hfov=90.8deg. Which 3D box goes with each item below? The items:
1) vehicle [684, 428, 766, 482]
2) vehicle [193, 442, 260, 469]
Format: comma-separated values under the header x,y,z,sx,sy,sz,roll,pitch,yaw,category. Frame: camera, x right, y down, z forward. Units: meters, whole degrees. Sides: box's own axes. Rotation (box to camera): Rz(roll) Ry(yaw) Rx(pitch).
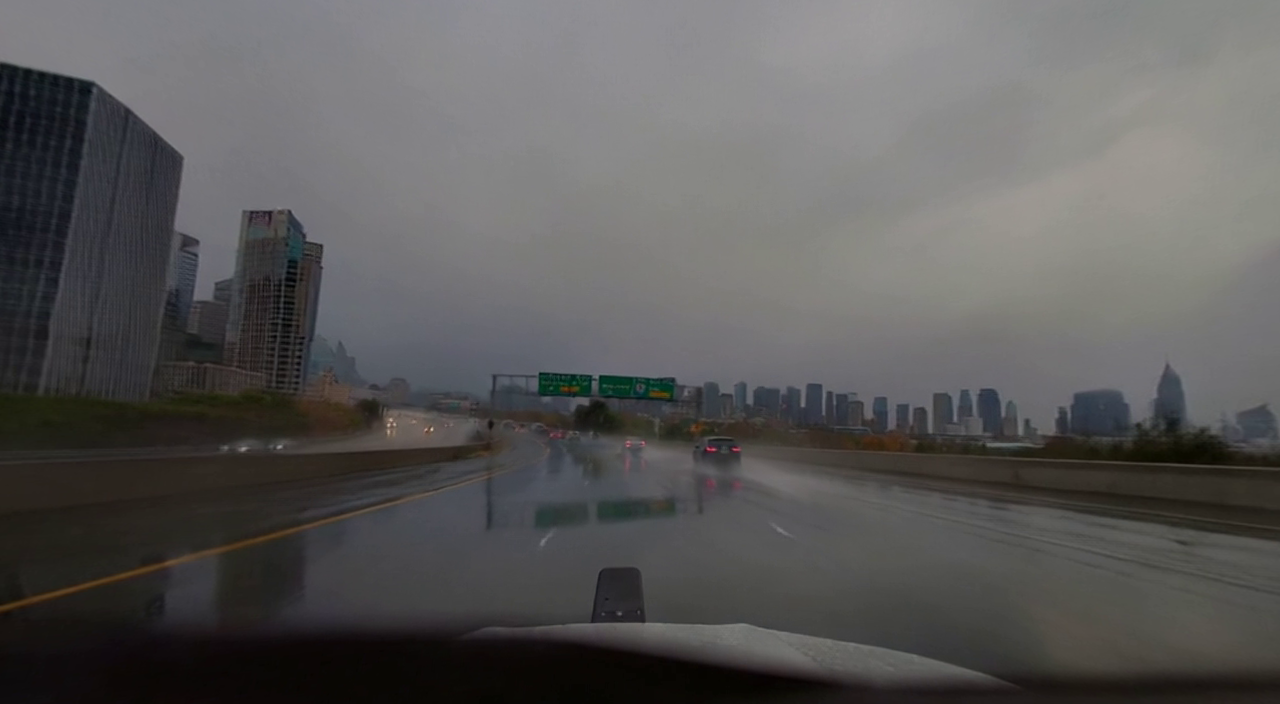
x,y,z,sx,sy,sz,roll,pitch,yaw,category
3.004,3.785,23.436,2.110,1.780,4.682,0,-8,-3,vehicle
-26.854,6.694,41.191,1.822,1.634,4.060,0,-8,-5,vehicle
